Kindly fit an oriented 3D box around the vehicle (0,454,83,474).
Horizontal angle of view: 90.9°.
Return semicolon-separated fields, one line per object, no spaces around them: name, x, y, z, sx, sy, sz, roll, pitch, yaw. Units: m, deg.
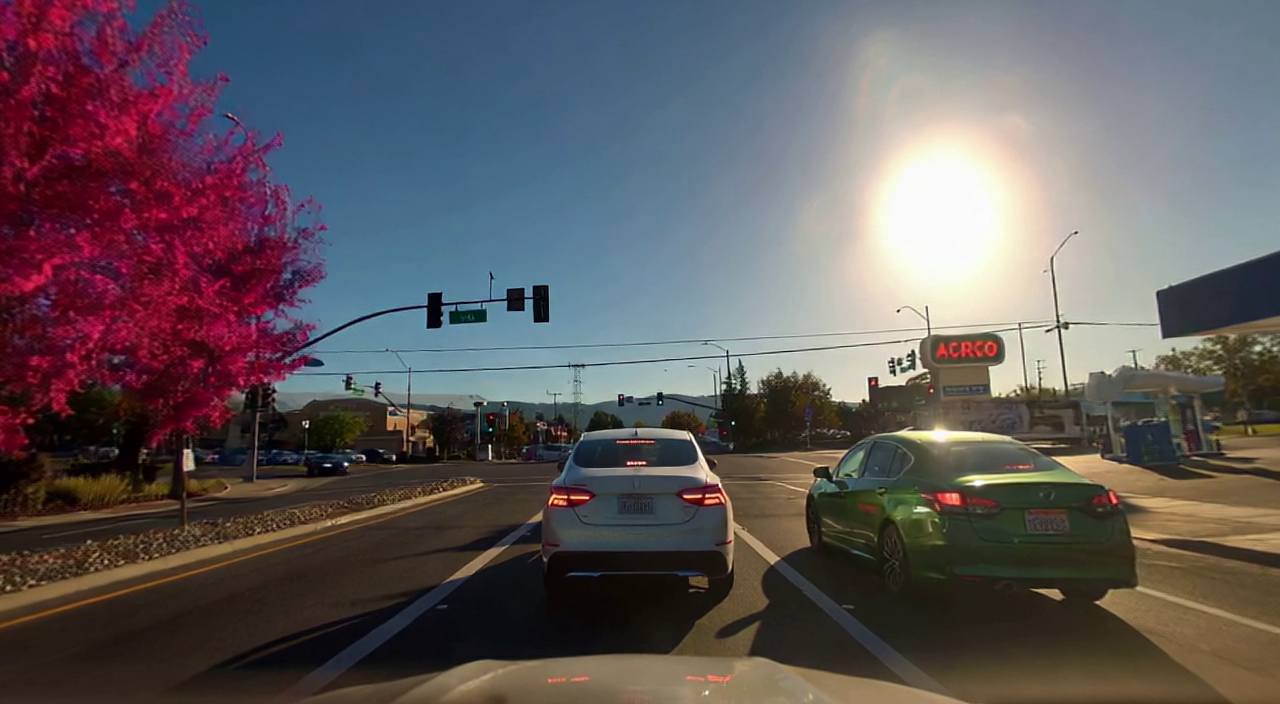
vehicle;-44.295;8.275;46.635;4.511;1.407;1.764;-1;-8;4

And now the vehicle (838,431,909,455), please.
vehicle;18.113;7.057;49.034;4.656;1.605;1.942;-3;-8;4

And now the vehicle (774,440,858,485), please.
vehicle;6.526;4.129;23.937;1.942;1.511;4.390;0;-8;0

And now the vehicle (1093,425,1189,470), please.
vehicle;18.570;3.506;23.289;4.300;1.495;2.053;8;-12;-43

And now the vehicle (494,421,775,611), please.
vehicle;-0.062;1.598;7.081;2.213;1.482;4.057;0;-8;-1

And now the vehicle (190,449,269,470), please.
vehicle;-29.454;7.724;45.303;4.466;1.438;1.837;-1;-8;5

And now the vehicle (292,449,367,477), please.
vehicle;-18.375;6.512;37.200;4.609;1.465;1.944;-6;-10;36

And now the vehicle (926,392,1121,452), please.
vehicle;26.049;4.899;43.397;10.890;3.868;3.021;-1;-8;7
